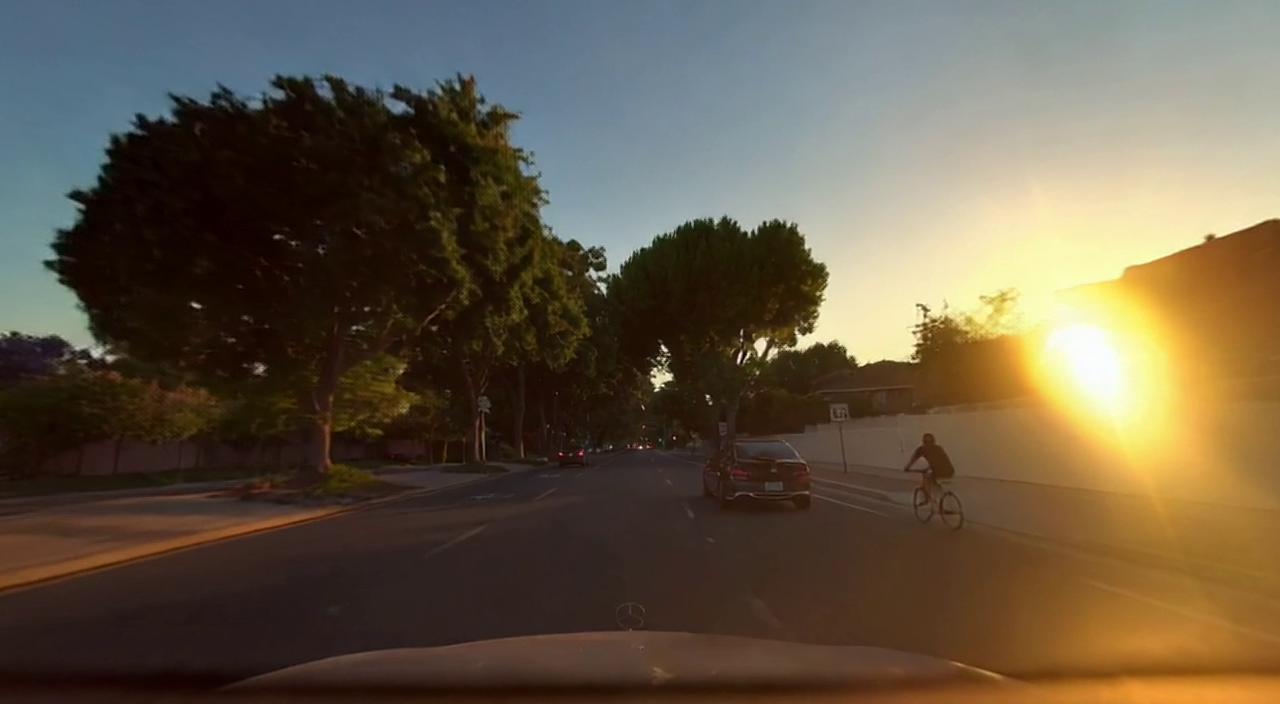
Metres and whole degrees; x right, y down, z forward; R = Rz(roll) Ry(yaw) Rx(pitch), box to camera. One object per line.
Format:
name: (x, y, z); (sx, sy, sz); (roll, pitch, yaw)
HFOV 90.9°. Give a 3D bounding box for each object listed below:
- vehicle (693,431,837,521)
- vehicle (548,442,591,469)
vehicle: (2.319, 2.456, 13.025); (1.992, 1.511, 4.464); (0, -9, -1)
vehicle: (-4.075, 6.102, 37.283); (2.011, 1.480, 4.517); (0, -9, 0)
